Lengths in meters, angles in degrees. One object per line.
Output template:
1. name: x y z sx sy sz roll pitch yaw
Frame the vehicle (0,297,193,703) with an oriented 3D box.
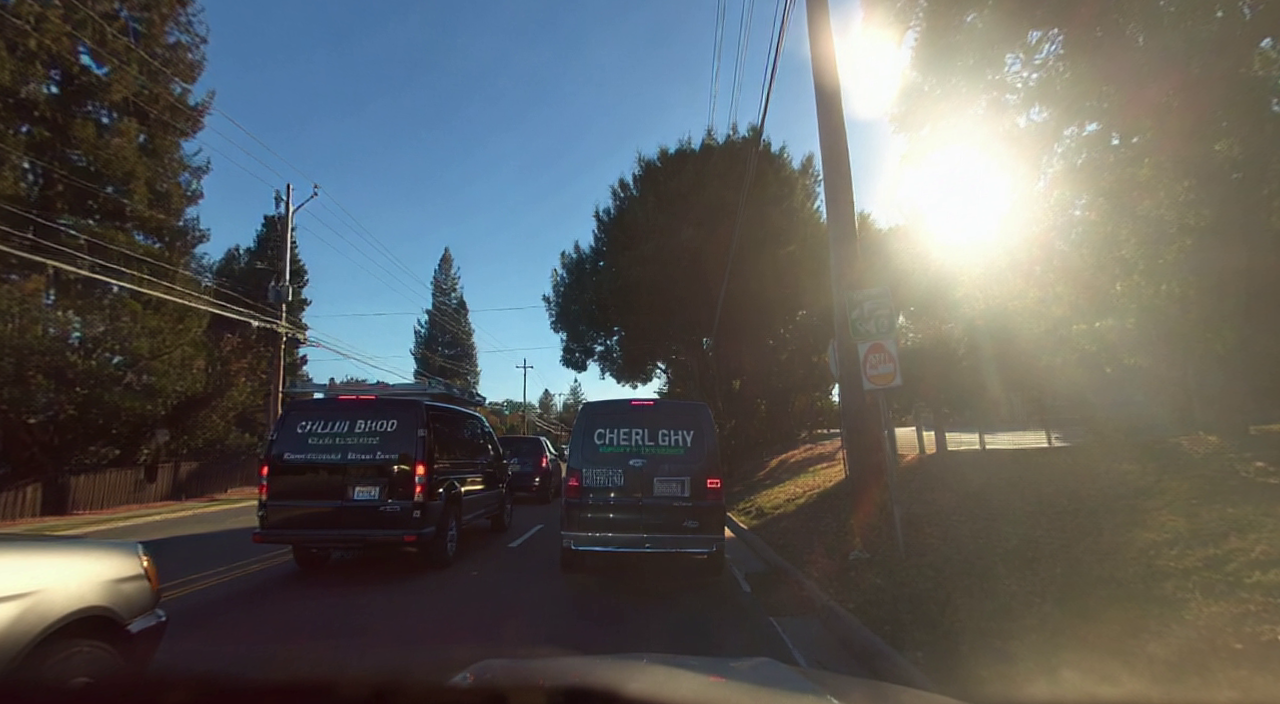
1. vehicle: -3.133 0.479 0.238 2.160 1.796 4.997 0 -8 1

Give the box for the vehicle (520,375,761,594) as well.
1. vehicle: 0.109 1.463 7.690 2.117 1.911 4.095 -1 -8 3

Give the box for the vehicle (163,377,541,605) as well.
1. vehicle: -2.754 1.483 7.616 2.109 1.851 4.749 -1 -8 3
